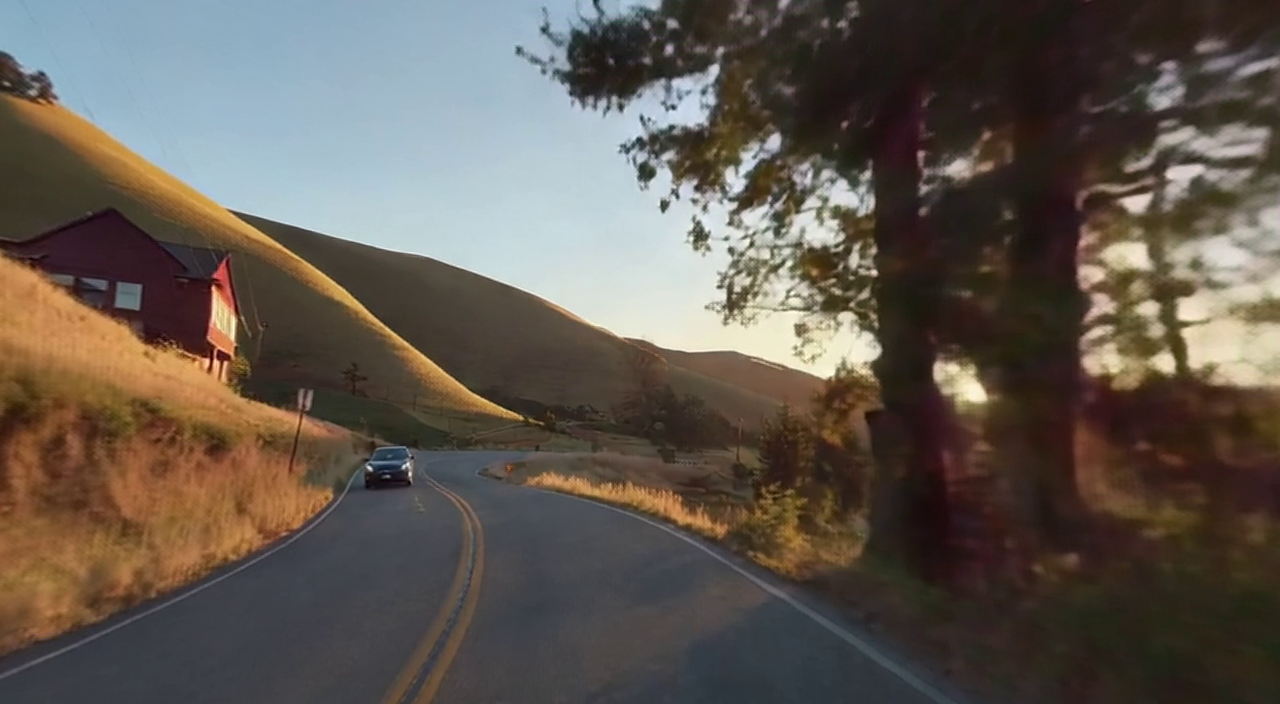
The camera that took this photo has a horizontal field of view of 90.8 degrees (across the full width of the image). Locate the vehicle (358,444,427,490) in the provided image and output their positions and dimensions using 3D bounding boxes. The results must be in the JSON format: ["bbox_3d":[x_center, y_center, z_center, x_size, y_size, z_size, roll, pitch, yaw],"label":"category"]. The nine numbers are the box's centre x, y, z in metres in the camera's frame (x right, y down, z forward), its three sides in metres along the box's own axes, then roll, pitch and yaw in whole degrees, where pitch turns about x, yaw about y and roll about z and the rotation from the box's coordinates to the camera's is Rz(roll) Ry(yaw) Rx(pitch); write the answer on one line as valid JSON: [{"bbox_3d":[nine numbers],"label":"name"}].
[{"bbox_3d":[-8.978,4.119,22.968,2.063,1.485,3.997,3,-9,-21],"label":"vehicle"}]
